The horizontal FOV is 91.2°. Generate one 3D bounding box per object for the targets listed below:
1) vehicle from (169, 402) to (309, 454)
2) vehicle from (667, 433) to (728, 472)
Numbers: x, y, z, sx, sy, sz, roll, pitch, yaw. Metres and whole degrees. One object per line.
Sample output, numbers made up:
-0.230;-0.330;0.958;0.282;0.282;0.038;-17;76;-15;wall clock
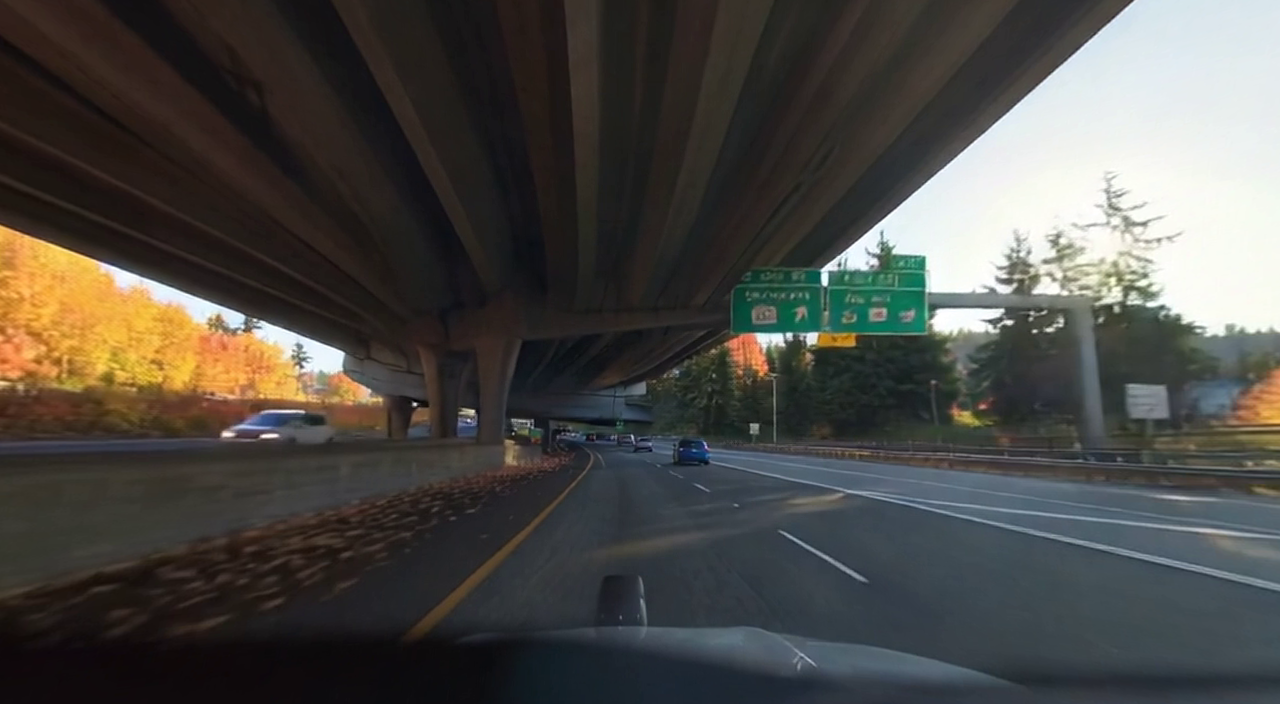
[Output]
-13.209;2.610;21.041;1.921;1.550;4.249;0;-9;-1;vehicle
2.545;4.629;28.858;2.337;1.633;4.222;0;-9;-1;vehicle
